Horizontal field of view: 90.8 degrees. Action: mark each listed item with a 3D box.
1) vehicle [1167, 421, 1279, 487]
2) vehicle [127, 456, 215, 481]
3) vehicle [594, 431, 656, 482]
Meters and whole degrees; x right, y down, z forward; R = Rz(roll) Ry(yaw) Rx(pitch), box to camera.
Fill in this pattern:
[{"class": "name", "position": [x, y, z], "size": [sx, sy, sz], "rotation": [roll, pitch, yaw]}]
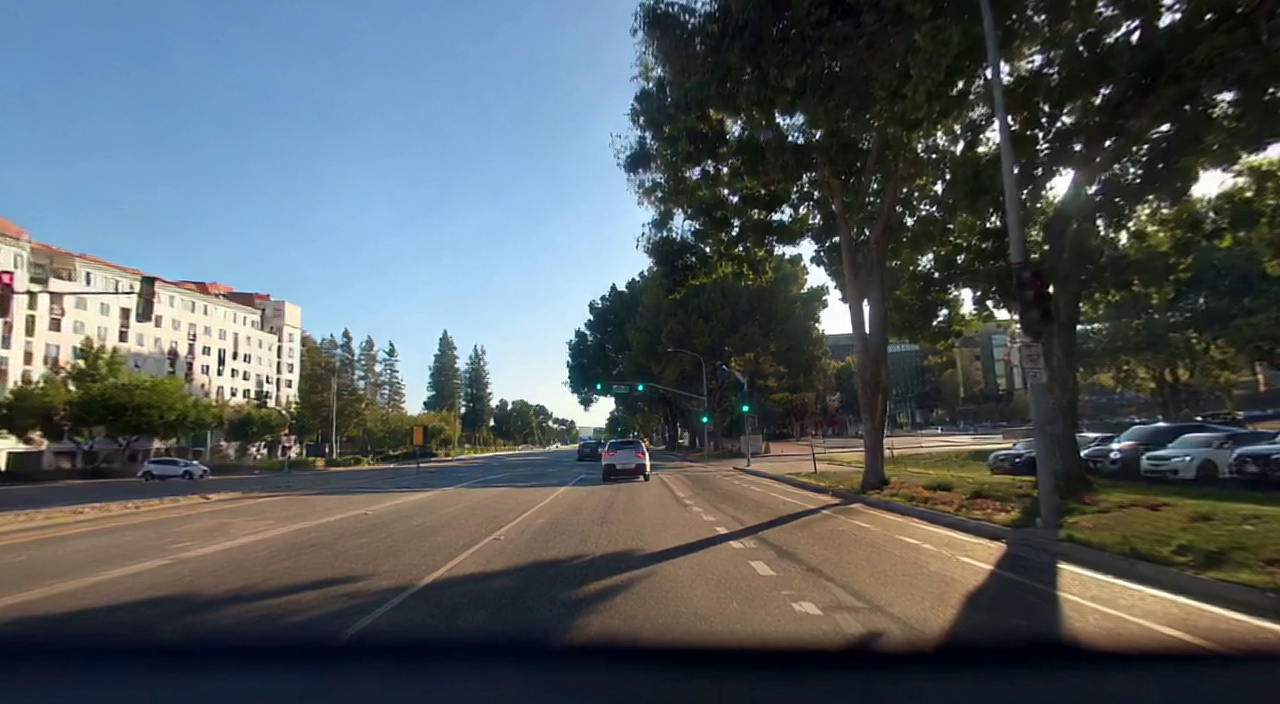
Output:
[{"class": "vehicle", "position": [16.132, 2.551, 16.206], "size": [3.499, 1.419, 1.792], "rotation": [-4, -8, -1]}, {"class": "vehicle", "position": [-35.000, 8.690, 47.234], "size": [4.884, 1.736, 2.049], "rotation": [0, -9, -1]}, {"class": "vehicle", "position": [-0.565, 3.908, 23.806], "size": [2.130, 1.711, 4.038], "rotation": [0, -9, -1]}]
